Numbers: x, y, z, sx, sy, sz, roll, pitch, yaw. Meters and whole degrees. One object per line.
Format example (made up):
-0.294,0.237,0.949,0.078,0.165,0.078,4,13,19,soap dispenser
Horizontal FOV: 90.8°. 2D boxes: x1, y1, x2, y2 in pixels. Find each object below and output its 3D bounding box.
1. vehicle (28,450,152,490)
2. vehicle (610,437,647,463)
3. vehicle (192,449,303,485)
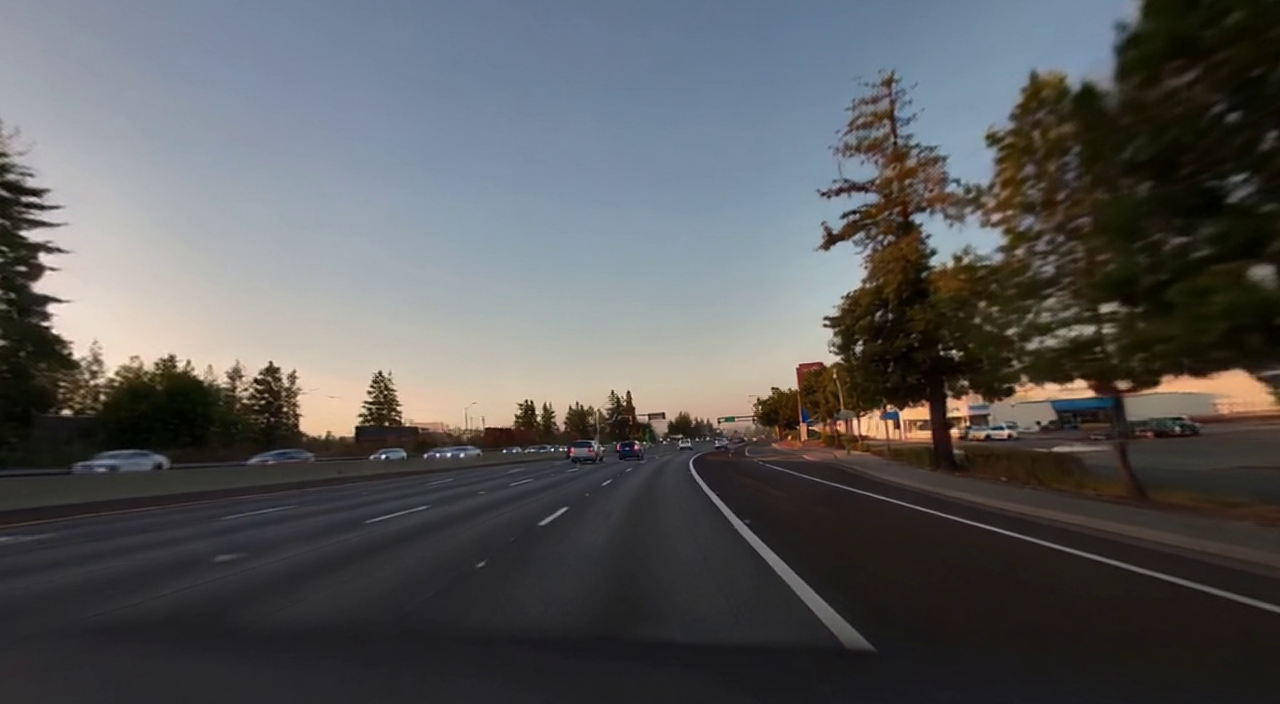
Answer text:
-24.320,5.185,28.162,1.803,1.619,3.952,-1,-8,3,vehicle
-0.796,7.047,45.697,2.139,1.782,4.079,-1,-8,6,vehicle
-17.859,5.218,29.043,1.879,1.483,4.697,-1,-8,4,vehicle
